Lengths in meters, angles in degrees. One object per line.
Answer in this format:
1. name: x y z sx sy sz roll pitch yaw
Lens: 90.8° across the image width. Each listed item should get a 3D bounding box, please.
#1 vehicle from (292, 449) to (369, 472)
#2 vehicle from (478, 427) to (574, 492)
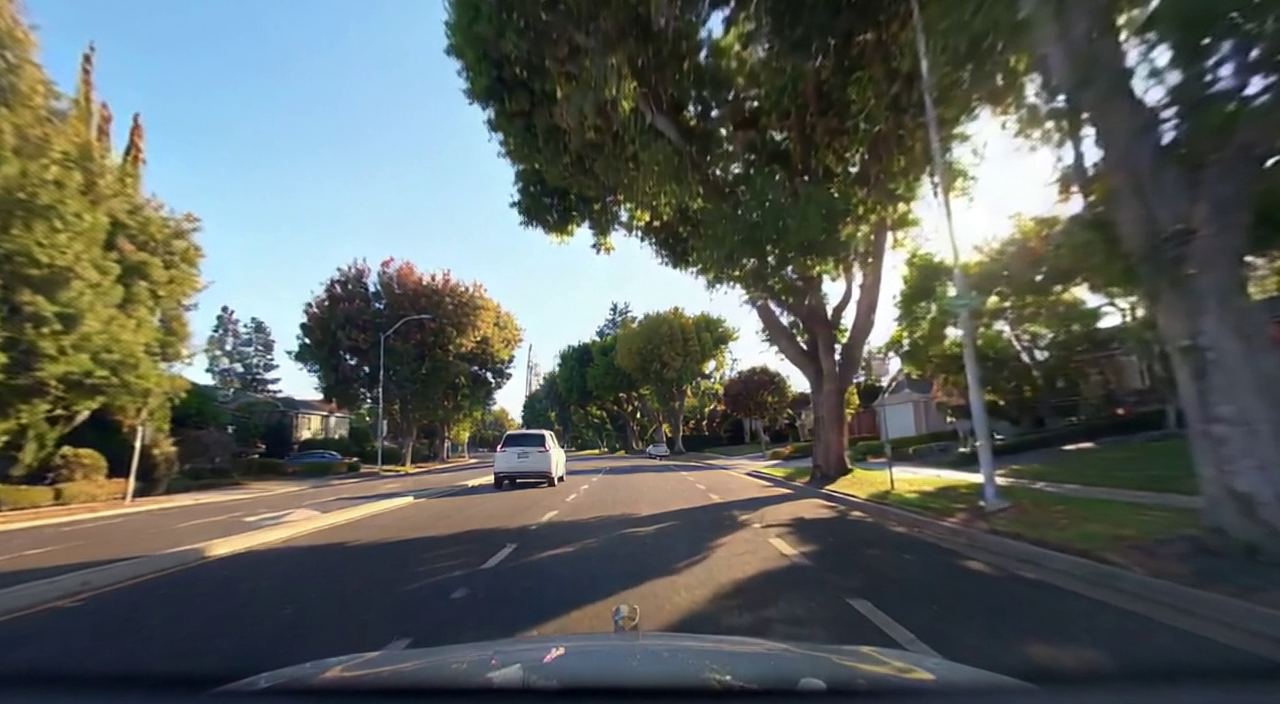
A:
1. vehicle: -22.033 7.722 45.040 4.525 1.455 1.821 0 -8 -4
2. vehicle: -3.407 3.293 19.839 2.175 1.772 4.442 -1 -8 0
